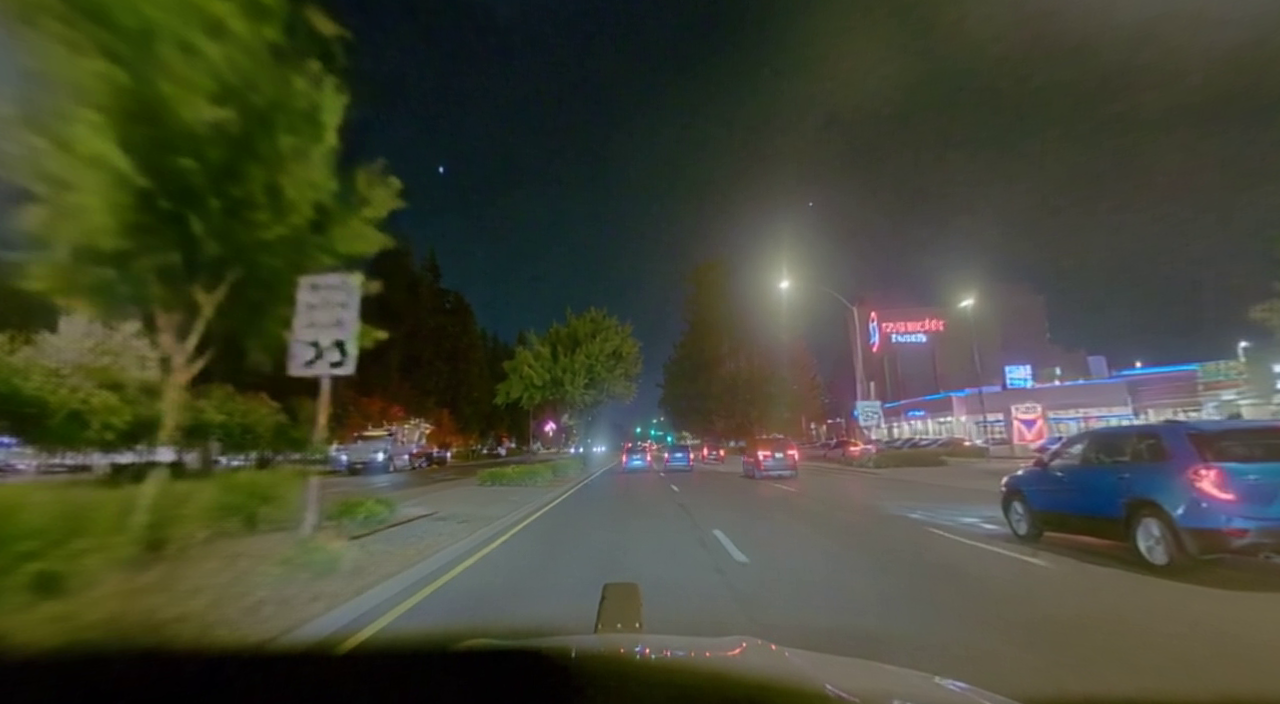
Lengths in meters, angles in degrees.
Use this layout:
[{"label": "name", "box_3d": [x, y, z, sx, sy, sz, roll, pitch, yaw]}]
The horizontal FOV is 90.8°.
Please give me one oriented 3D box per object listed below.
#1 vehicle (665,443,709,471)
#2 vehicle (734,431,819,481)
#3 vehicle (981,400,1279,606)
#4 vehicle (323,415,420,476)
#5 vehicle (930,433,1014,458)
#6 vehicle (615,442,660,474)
[{"label": "vehicle", "box_3d": [2.469, 5.614, 34.044, 1.970, 1.402, 3.756, 0, -8, -2]}, {"label": "vehicle", "box_3d": [5.331, 4.126, 25.361, 2.140, 1.811, 4.593, 0, -8, -3]}, {"label": "vehicle", "box_3d": [6.106, 1.524, 7.263, 1.949, 1.647, 4.261, 0, -8, 0]}, {"label": "vehicle", "box_3d": [-19.421, 6.855, 46.523, 2.999, 4.017, 8.806, -1, -8, 2]}, {"label": "vehicle", "box_3d": [20.570, 5.808, 39.238, 4.083, 1.441, 2.008, 0, -8, -1]}, {"label": "vehicle", "box_3d": [-0.152, 5.182, 31.159, 2.056, 1.440, 3.798, 0, -8, -1]}]
